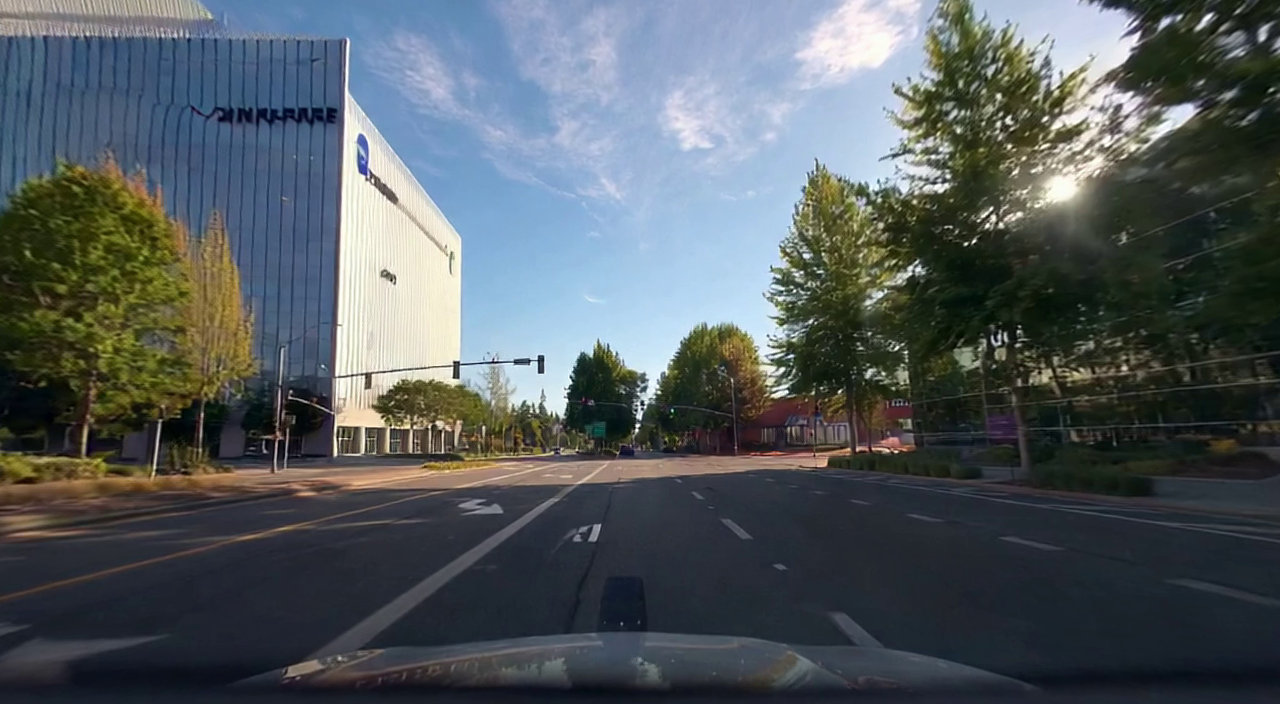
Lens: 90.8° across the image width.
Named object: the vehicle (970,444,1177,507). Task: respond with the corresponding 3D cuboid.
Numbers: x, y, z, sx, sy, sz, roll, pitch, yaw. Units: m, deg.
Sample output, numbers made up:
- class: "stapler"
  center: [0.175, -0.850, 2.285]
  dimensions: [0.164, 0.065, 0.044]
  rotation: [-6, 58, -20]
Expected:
- class: "vehicle"
  center: [11.007, 3.132, 16.614]
  dimensions: [1.834, 1.388, 4.794]
  rotation: [0, -8, -4]
